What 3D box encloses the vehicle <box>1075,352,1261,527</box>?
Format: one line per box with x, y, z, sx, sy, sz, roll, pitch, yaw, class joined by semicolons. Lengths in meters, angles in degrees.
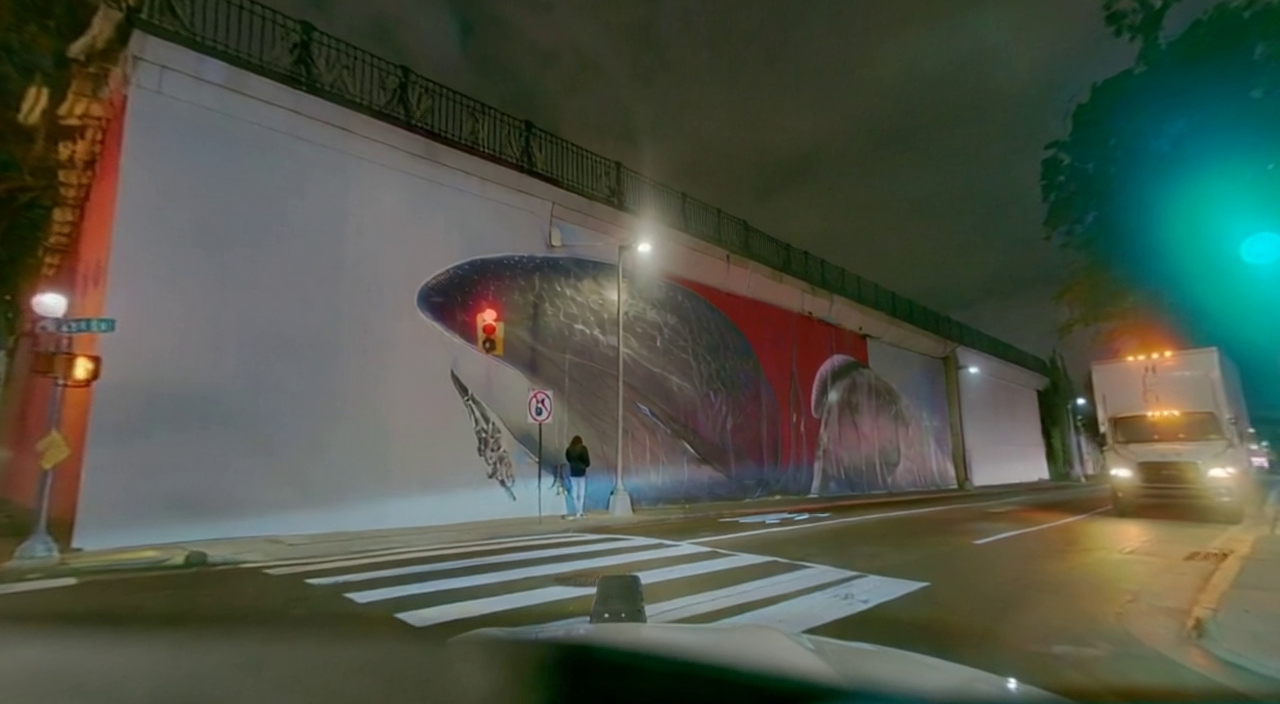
15.700;2.556;18.309;9.347;3.893;2.849;8;-12;-44;vehicle
